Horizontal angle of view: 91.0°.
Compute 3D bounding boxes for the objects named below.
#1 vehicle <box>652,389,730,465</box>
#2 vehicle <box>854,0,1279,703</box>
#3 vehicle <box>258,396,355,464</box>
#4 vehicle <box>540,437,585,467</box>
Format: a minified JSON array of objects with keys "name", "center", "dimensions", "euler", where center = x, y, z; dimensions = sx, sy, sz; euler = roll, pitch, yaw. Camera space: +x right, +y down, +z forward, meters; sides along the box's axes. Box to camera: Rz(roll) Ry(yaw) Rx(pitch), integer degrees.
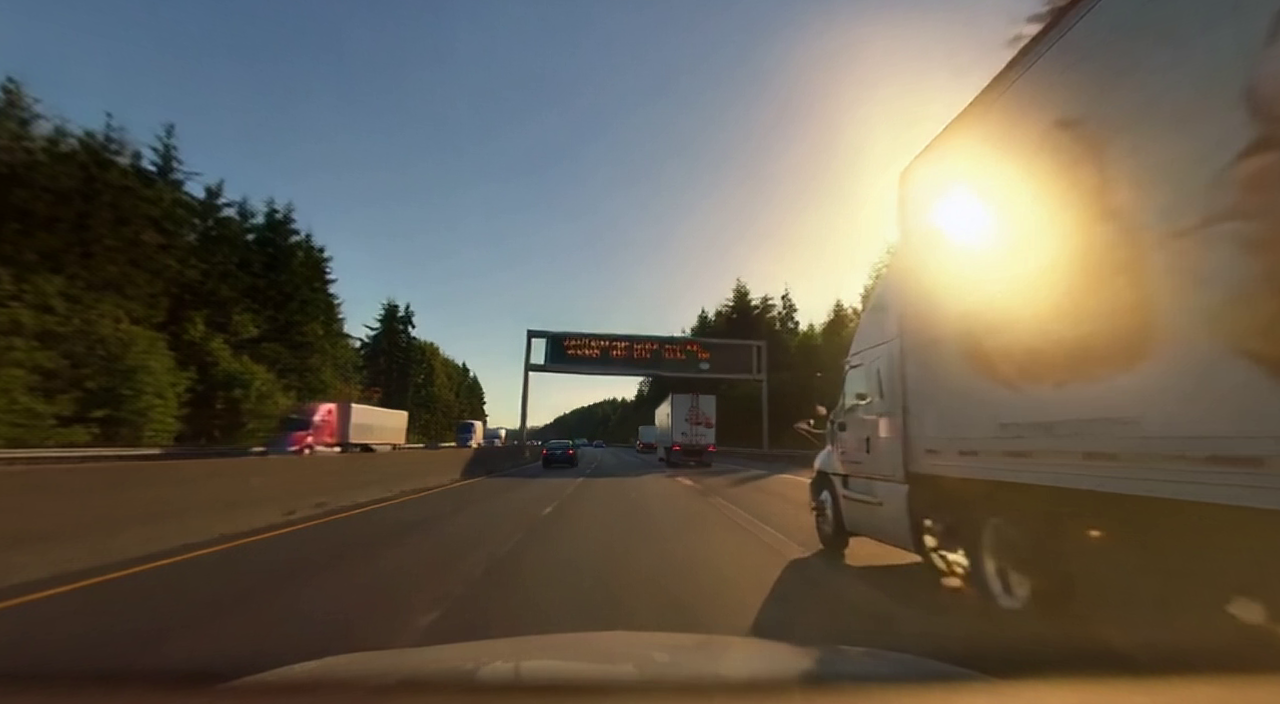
[{"name":"vehicle","center":[2.814,4.940,40.180],"dimensions":[3.116,3.992,13.748],"euler":[0,-8,-3]},{"name":"vehicle","center":[3.933,-0.080,3.784],"dimensions":[3.110,3.921,5.793],"euler":[0,-8,0]},{"name":"vehicle","center":[-21.197,5.049,40.434],"dimensions":[3.076,3.983,5.823],"euler":[0,-8,-3]},{"name":"vehicle","center":[-4.432,5.769,36.559],"dimensions":[2.206,1.644,4.027],"euler":[0,-8,-1]}]
